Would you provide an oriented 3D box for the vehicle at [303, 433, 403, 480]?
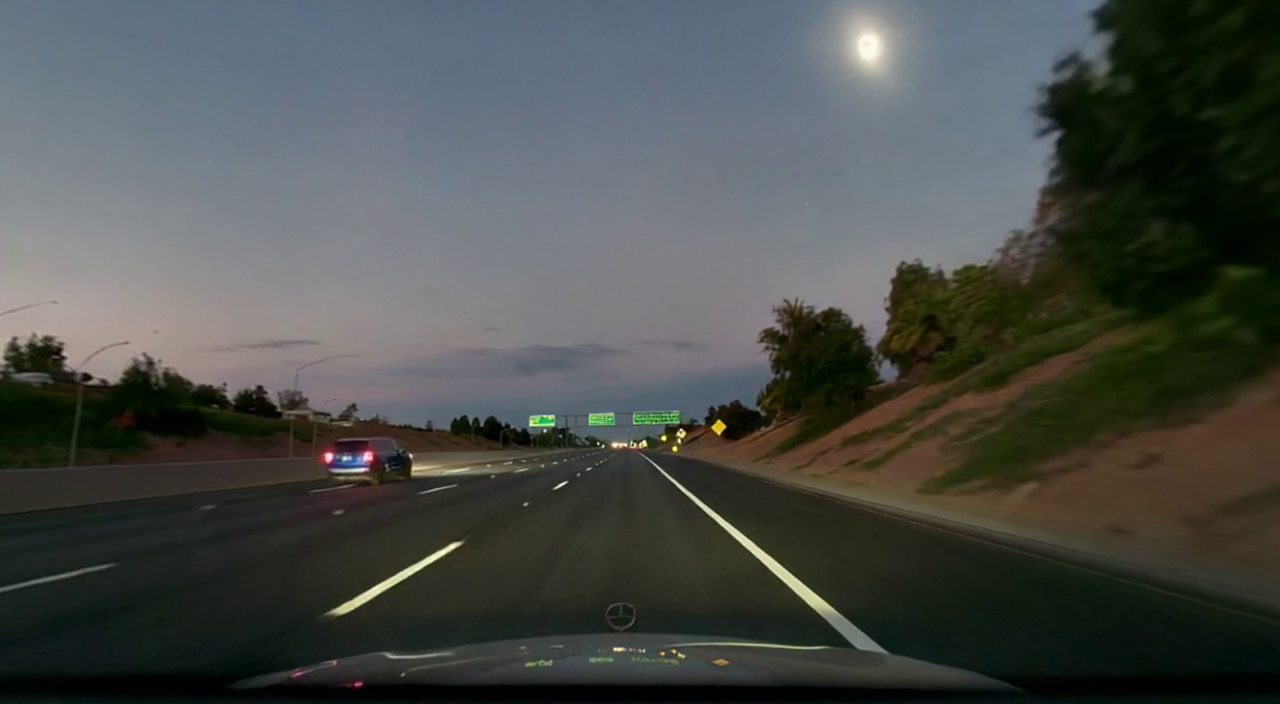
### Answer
[{"bbox_3d":[-11.815,4.321,26.403,2.016,1.754,4.543,0,-8,0],"label":"vehicle"}]
